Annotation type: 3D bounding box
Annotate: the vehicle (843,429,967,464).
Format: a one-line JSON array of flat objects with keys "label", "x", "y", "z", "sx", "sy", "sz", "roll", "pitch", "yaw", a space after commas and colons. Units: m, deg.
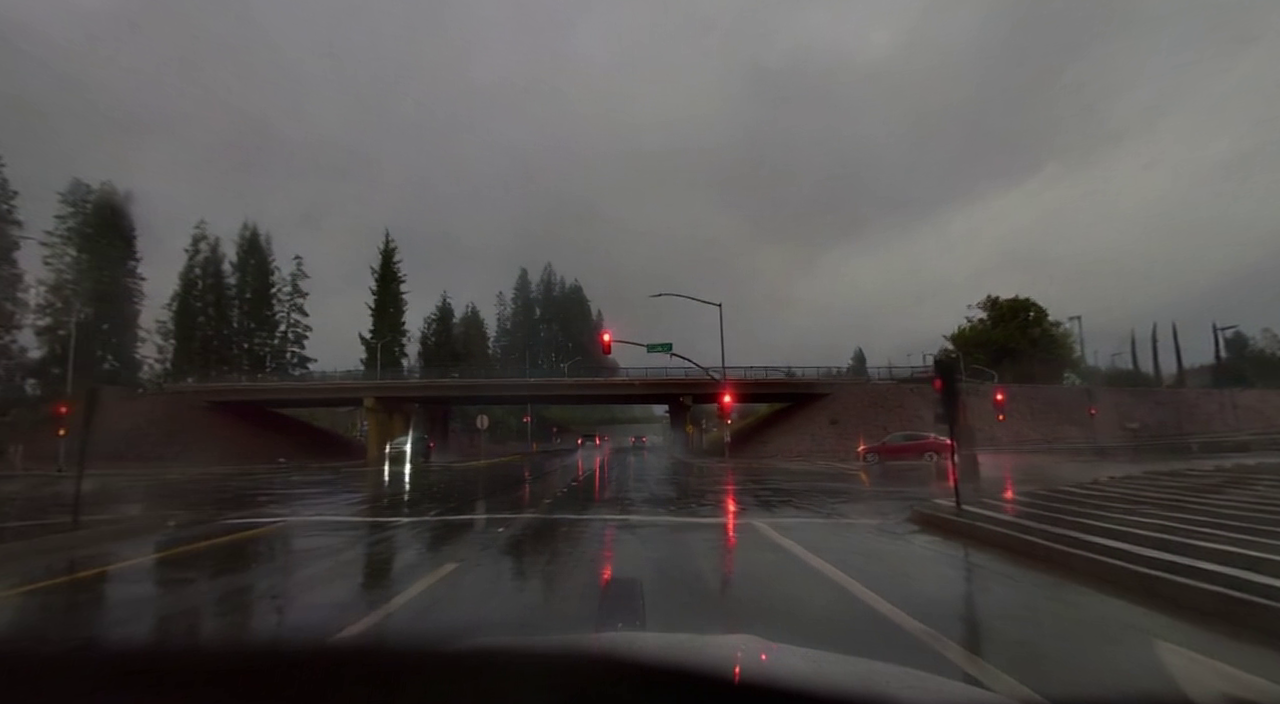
[{"label": "vehicle", "x": 11.650, "y": 4.160, "z": 27.888, "sx": 4.691, "sy": 1.466, "sz": 1.800, "roll": 1, "pitch": -9, "yaw": -7}]
